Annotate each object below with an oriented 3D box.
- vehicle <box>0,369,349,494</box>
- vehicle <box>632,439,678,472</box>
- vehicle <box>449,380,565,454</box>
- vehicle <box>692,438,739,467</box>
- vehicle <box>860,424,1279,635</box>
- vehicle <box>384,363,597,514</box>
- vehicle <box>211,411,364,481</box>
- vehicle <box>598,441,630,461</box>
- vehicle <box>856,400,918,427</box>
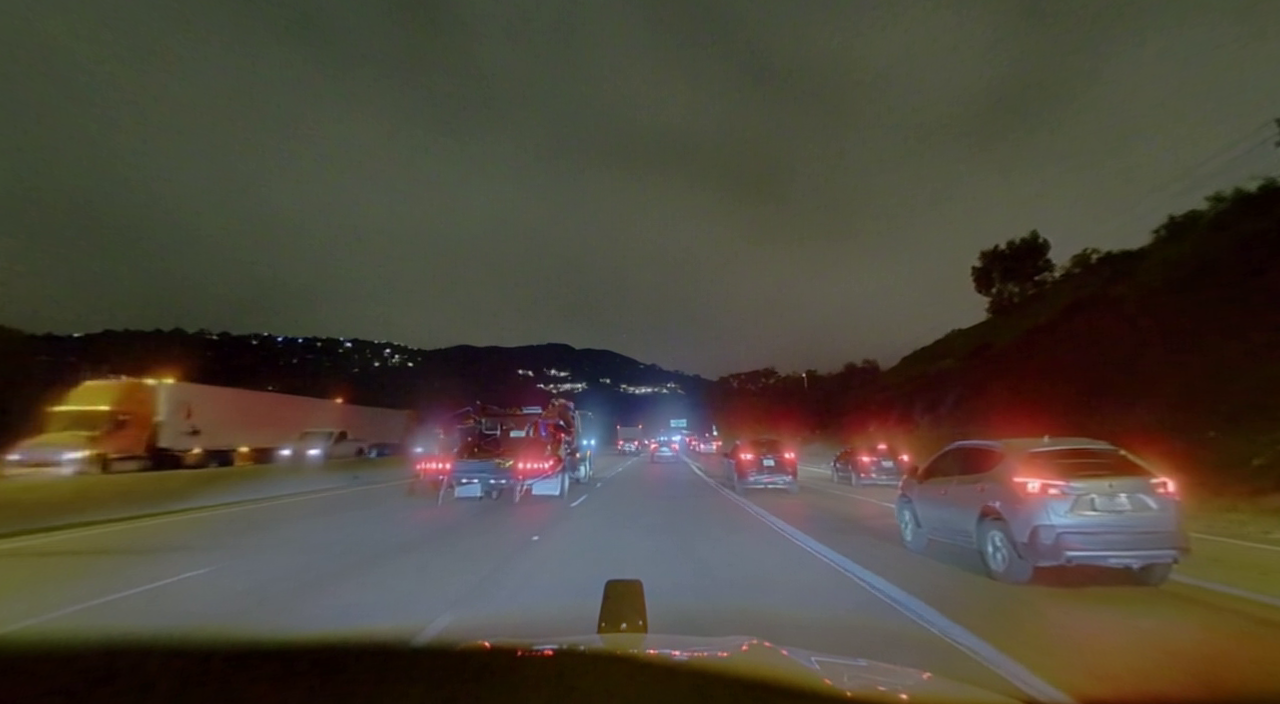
[{"bbox_3d":[-16.623,3.245,24.790,3.195,3.540,13.835,0,-8,3],"label":"vehicle"},{"bbox_3d":[0.714,4.935,30.293,2.079,1.499,3.915,0,-8,1],"label":"vehicle"},{"bbox_3d":[-3.273,1.814,16.617,1.893,1.674,4.766,0,-8,2],"label":"vehicle"},{"bbox_3d":[4.424,5.952,37.648,2.075,1.614,4.682,0,-8,-1],"label":"vehicle"},{"bbox_3d":[4.220,1.584,6.721,2.040,1.481,4.260,0,-8,-3],"label":"vehicle"},{"bbox_3d":[-3.272,2.427,17.532,3.162,2.955,10.282,0,-8,2],"label":"vehicle"},{"bbox_3d":[-13.211,3.602,24.266,2.548,2.365,5.452,0,-8,2],"label":"vehicle"},{"bbox_3d":[-1.923,7.462,47.531,2.016,1.450,4.310,0,-8,2],"label":"vehicle"},{"bbox_3d":[15.254,3.870,39.157,1.930,1.454,4.126,0,-9,-4],"label":"vehicle"}]
